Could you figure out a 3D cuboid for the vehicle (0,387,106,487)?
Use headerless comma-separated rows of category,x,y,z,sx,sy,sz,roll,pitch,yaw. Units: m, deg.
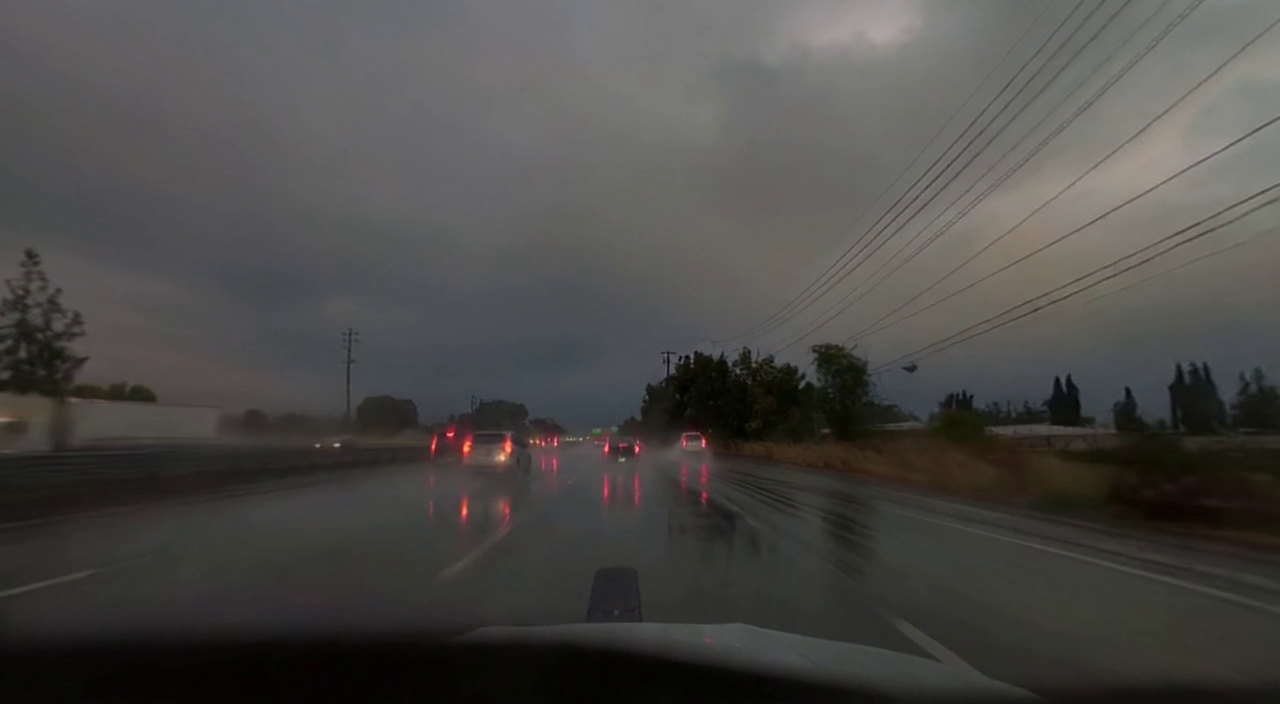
vehicle,-23.536,3.105,22.947,2.932,3.425,5.893,0,-8,-1

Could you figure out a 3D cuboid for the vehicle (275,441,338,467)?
vehicle,-20.085,6.135,38.122,1.699,1.414,3.845,0,-8,-1

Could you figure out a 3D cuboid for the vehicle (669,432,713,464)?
vehicle,2.892,5.533,36.665,1.950,1.695,4.446,0,-8,-2

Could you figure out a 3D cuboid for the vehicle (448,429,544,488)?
vehicle,-4.278,3.215,19.522,1.901,1.601,4.610,0,-8,0

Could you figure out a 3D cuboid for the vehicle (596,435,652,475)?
vehicle,-0.639,4.117,25.588,2.086,1.488,3.440,0,-8,-1
